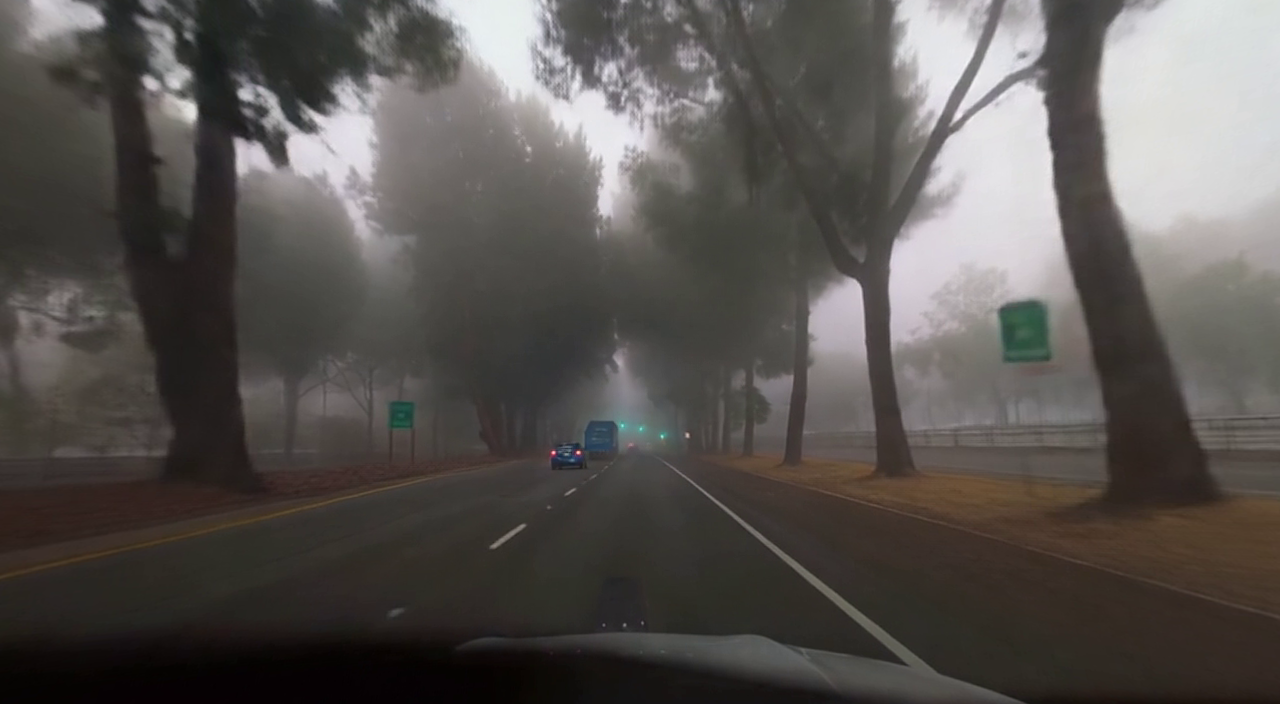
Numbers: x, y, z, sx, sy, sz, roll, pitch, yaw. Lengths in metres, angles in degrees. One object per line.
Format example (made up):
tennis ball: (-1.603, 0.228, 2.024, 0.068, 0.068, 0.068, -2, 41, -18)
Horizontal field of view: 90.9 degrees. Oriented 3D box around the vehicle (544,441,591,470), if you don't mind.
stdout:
vehicle: (-3.948, 5.703, 34.966, 2.005, 1.462, 4.345, 0, -8, 1)
